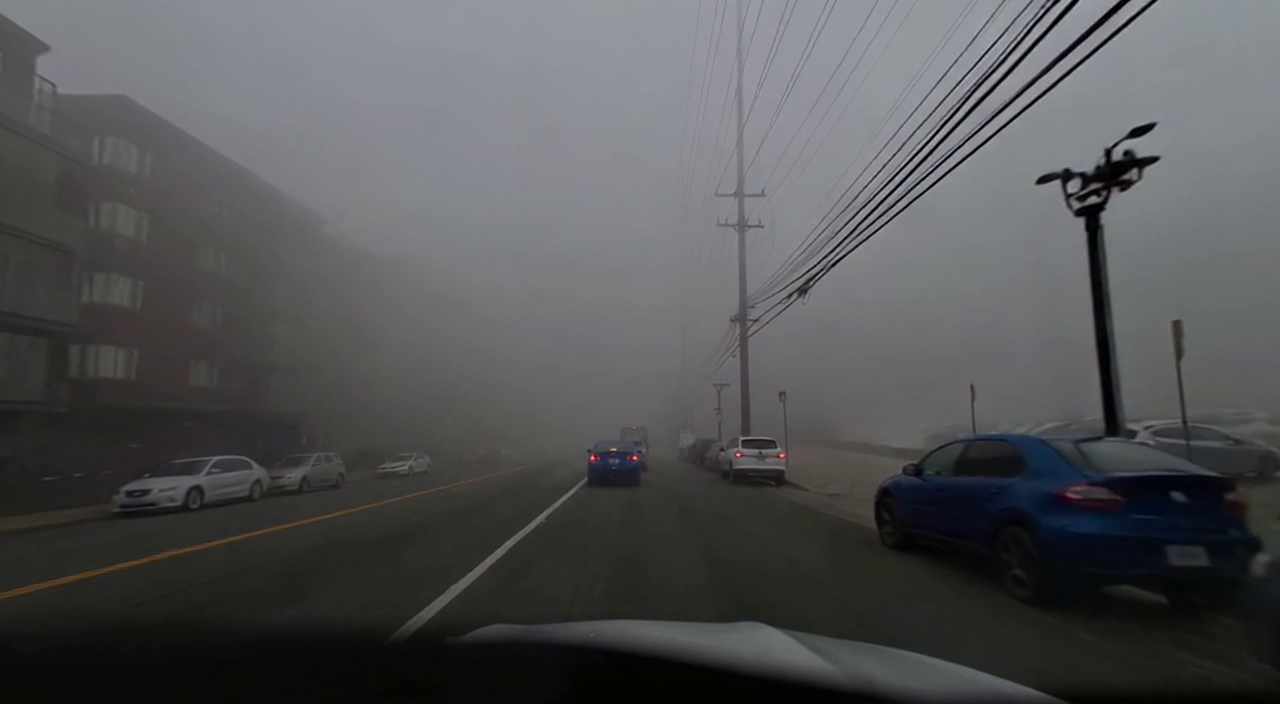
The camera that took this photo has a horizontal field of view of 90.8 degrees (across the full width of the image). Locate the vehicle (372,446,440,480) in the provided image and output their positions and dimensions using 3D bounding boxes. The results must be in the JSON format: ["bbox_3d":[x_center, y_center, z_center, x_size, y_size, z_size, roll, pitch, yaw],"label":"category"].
[{"bbox_3d":[-12.057,5.715,32.830,1.868,1.491,4.367,-4,-8,1],"label":"vehicle"}]

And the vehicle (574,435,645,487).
[{"bbox_3d":[-0.869,3.417,20.264,2.019,1.453,4.603,0,-8,0],"label":"vehicle"}]

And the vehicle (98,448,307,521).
[{"bbox_3d":[-11.993,3.616,17.969,2.242,1.534,5.414,-4,-8,-2],"label":"vehicle"}]

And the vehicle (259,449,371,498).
[{"bbox_3d":[-12.025,4.478,23.801,1.850,1.487,4.711,-3,-8,-1],"label":"vehicle"}]

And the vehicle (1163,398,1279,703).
[{"bbox_3d":[3.970,0.783,1.374,1.941,1.575,4.315,0,-8,0],"label":"vehicle"}]

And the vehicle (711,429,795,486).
[{"bbox_3d":[3.705,3.533,21.476,1.967,1.721,4.410,0,-8,-1],"label":"vehicle"}]

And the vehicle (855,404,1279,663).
[{"bbox_3d":[4.064,1.485,6.400,1.938,1.570,4.872,1,-8,-2],"label":"vehicle"}]

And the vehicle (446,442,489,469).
[{"bbox_3d":[-12.147,7.301,44.753,2.011,1.687,4.079,-2,-8,-2],"label":"vehicle"}]
